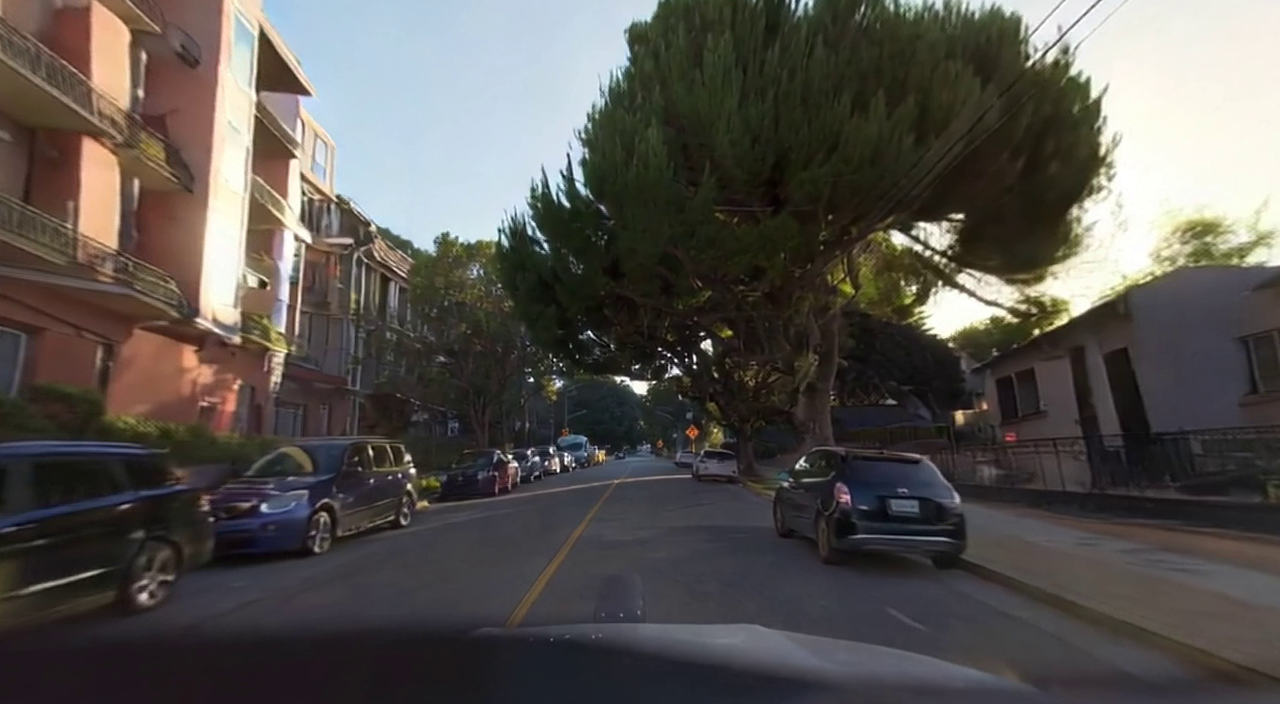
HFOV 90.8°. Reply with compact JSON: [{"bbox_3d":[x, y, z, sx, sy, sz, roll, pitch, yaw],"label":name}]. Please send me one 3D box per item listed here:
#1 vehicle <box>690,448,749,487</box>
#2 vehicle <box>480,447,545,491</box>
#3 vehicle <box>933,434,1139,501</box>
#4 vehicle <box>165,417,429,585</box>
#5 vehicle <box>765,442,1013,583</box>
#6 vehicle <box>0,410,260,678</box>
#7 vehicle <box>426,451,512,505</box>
[{"bbox_3d":[3.288,4.855,26.910,1.835,1.490,4.134,0,-8,-2],"label":"vehicle"},{"bbox_3d":[-4.975,4.601,25.167,1.782,1.585,3.962,0,-8,0],"label":"vehicle"},{"bbox_3d":[10.120,2.963,16.410,4.001,1.594,1.914,0,-8,1],"label":"vehicle"},{"bbox_3d":[-5.339,2.215,10.703,1.947,1.833,4.606,-2,-2,0],"label":"vehicle"},{"bbox_3d":[3.104,2.042,8.897,1.903,1.512,3.900,0,-8,0],"label":"vehicle"},{"bbox_3d":[-5.344,1.396,4.744,1.934,1.810,4.687,-1,-9,2],"label":"vehicle"},{"bbox_3d":[-5.289,3.910,20.018,1.722,1.491,3.431,0,-8,1],"label":"vehicle"}]
